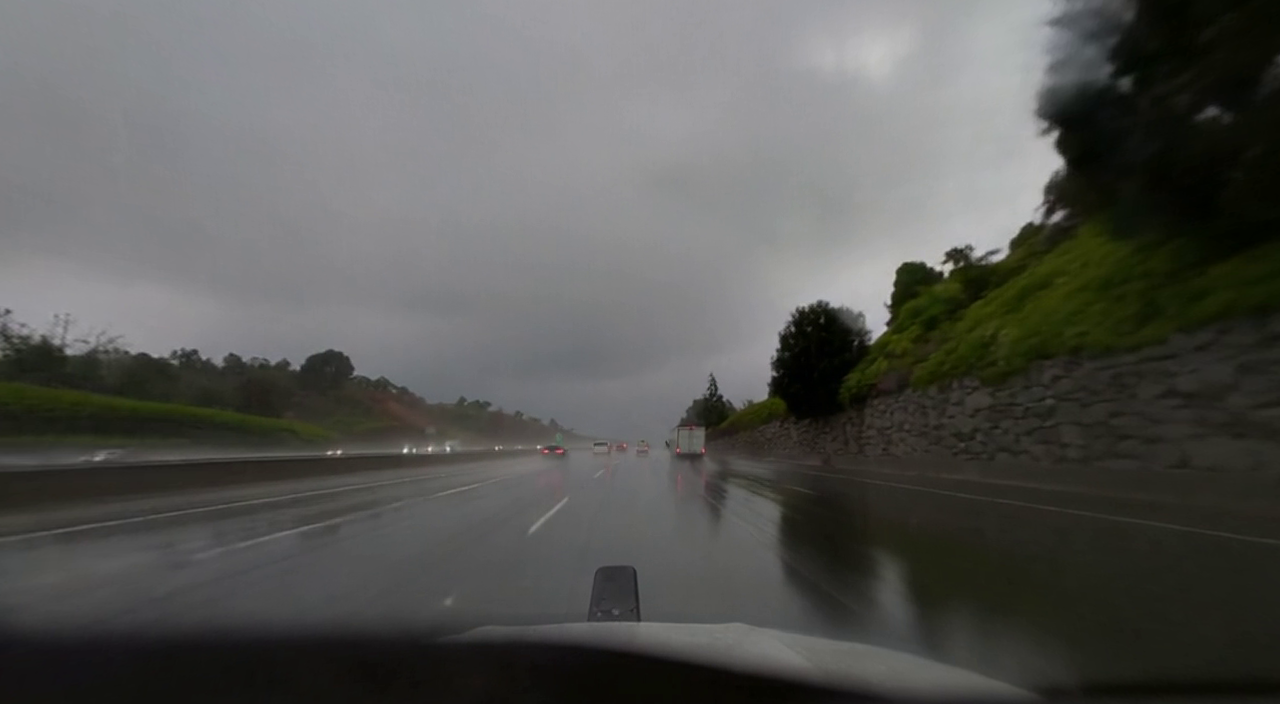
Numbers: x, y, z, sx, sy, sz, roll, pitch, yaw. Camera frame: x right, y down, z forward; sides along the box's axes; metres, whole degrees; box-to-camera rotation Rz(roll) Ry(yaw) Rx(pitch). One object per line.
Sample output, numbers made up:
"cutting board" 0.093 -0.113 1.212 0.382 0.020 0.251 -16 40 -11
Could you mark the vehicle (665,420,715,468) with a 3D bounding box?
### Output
"vehicle" 3.520 6.743 46.337 2.795 3.187 7.205 0 -9 -2
